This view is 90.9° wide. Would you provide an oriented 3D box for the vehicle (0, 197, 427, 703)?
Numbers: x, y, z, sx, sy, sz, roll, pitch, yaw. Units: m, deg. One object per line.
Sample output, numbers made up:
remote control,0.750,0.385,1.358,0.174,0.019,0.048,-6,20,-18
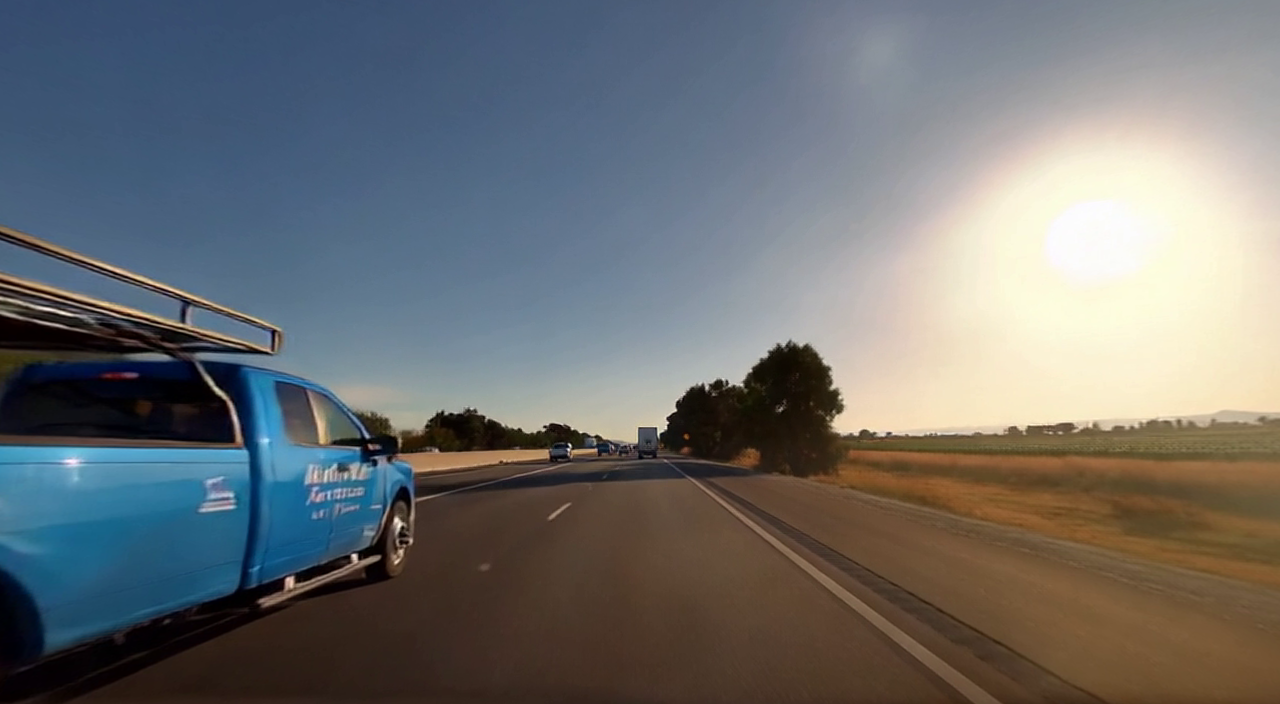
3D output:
vehicle,-3.771,0.771,3.503,2.791,2.330,6.725,0,-8,0
